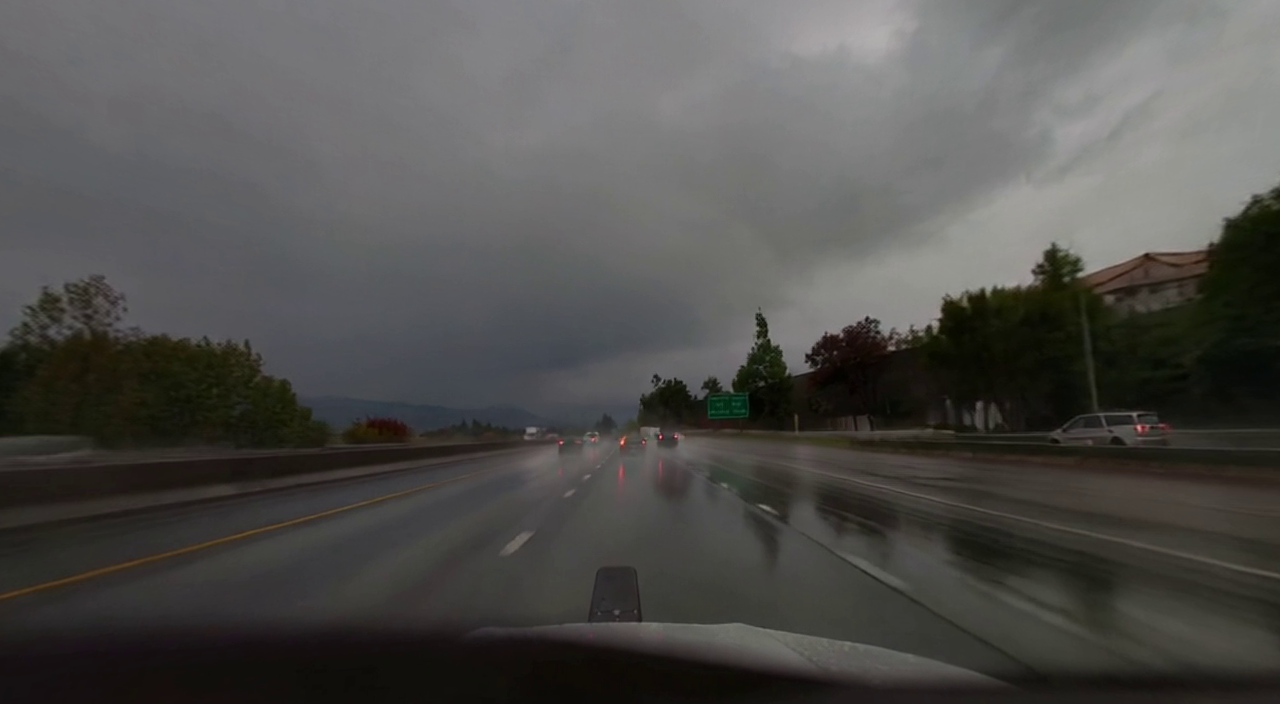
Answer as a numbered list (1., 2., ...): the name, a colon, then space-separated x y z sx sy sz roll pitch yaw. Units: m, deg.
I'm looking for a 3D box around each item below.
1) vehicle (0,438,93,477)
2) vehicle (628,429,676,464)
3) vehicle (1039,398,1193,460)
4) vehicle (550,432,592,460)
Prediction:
1. vehicle: -40.310 6.917 41.828 2.170 2.315 6.584 0 -8 -1
2. vehicle: 0.499 4.557 30.571 2.086 1.554 3.875 0 -8 -2
3. vehicle: 21.439 3.574 28.905 2.232 2.540 6.015 0 -8 -1
4. vehicle: -3.922 5.427 36.583 2.014 1.471 4.380 0 -8 -1
